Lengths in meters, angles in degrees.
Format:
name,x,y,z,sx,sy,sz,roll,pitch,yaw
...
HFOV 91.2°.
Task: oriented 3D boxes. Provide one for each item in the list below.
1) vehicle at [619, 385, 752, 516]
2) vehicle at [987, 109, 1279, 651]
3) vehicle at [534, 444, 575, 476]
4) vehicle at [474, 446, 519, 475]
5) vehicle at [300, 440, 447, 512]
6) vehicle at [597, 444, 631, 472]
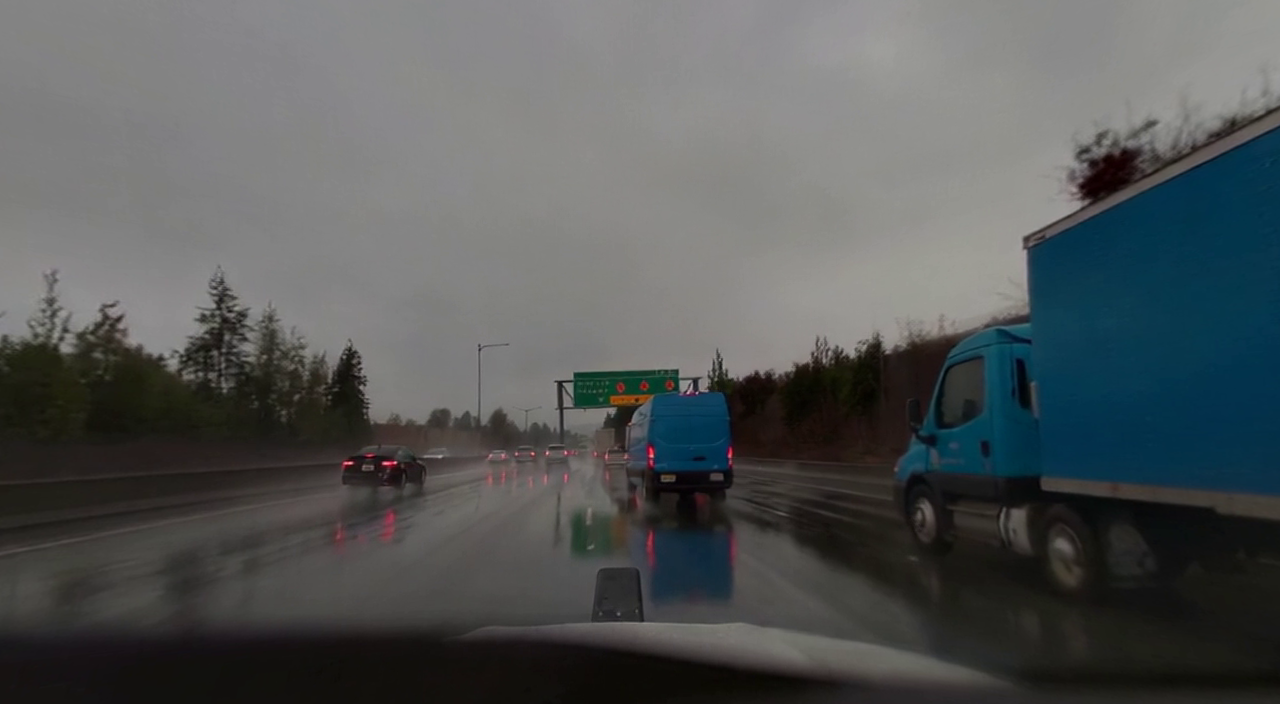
name,x,y,z,sx,sy,sz,roll,pitch,yaw
vehicle,0.822,2.325,15.000,2.268,2.551,5.144,1,-9,-6
vehicle,5.712,-0.083,2.430,2.800,3.507,9.244,0,-9,-4
vehicle,-4.512,5.748,33.621,2.002,1.536,4.021,0,-9,-6
vehicle,-7.887,5.983,34.870,2.026,1.506,4.102,1,-9,-7
vehicle,-6.349,2.968,15.569,2.003,1.498,4.386,0,-9,-5
vehicle,-1.610,6.254,37.204,1.906,1.499,3.843,0,-9,-4
